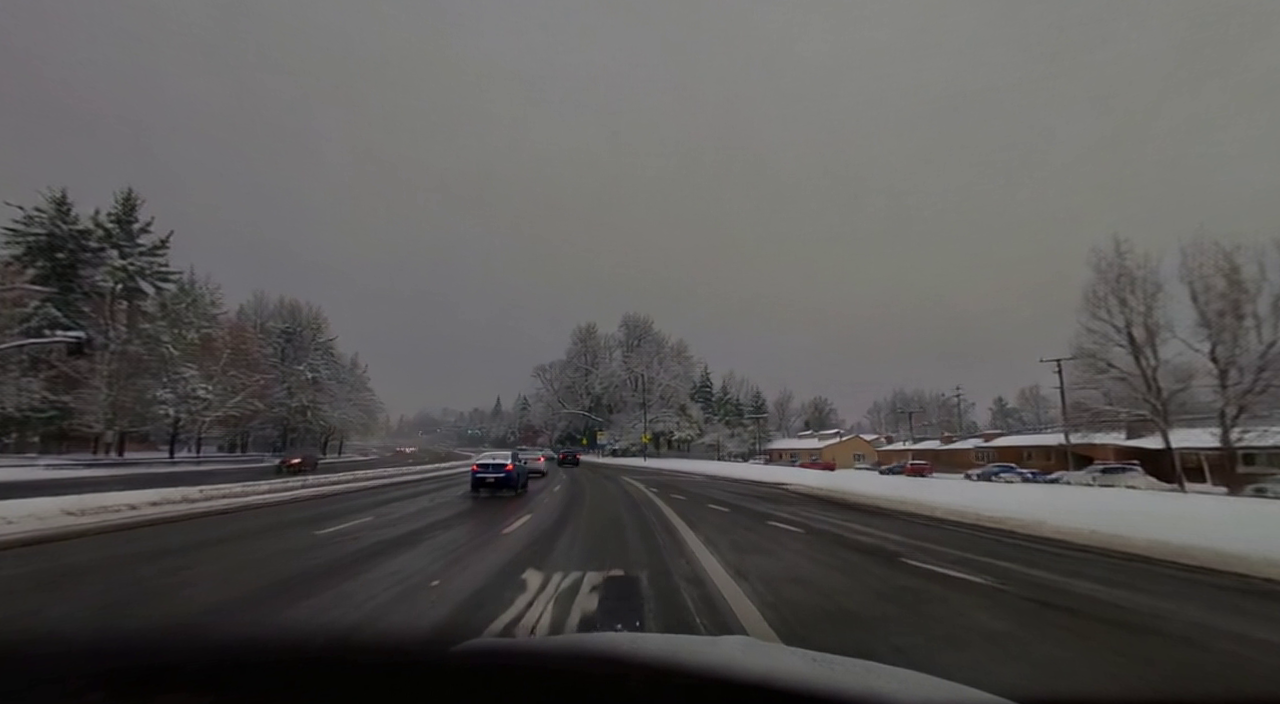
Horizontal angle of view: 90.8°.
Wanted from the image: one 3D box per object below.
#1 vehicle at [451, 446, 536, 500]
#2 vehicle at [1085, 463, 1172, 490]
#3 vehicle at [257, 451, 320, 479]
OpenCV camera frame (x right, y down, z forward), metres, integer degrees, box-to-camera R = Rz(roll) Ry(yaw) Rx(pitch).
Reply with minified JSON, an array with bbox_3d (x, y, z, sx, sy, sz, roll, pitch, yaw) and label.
[{"bbox_3d":[-4.961,4.122,22.052,2.098,1.613,4.606,0,-8,-3],"label":"vehicle"},{"bbox_3d":[35.965,9.173,46.685,1.973,1.671,5.072,1,-8,-7],"label":"vehicle"},{"bbox_3d":[-22.100,7.076,39.871,1.844,1.582,4.218,0,-8,-5],"label":"vehicle"}]
